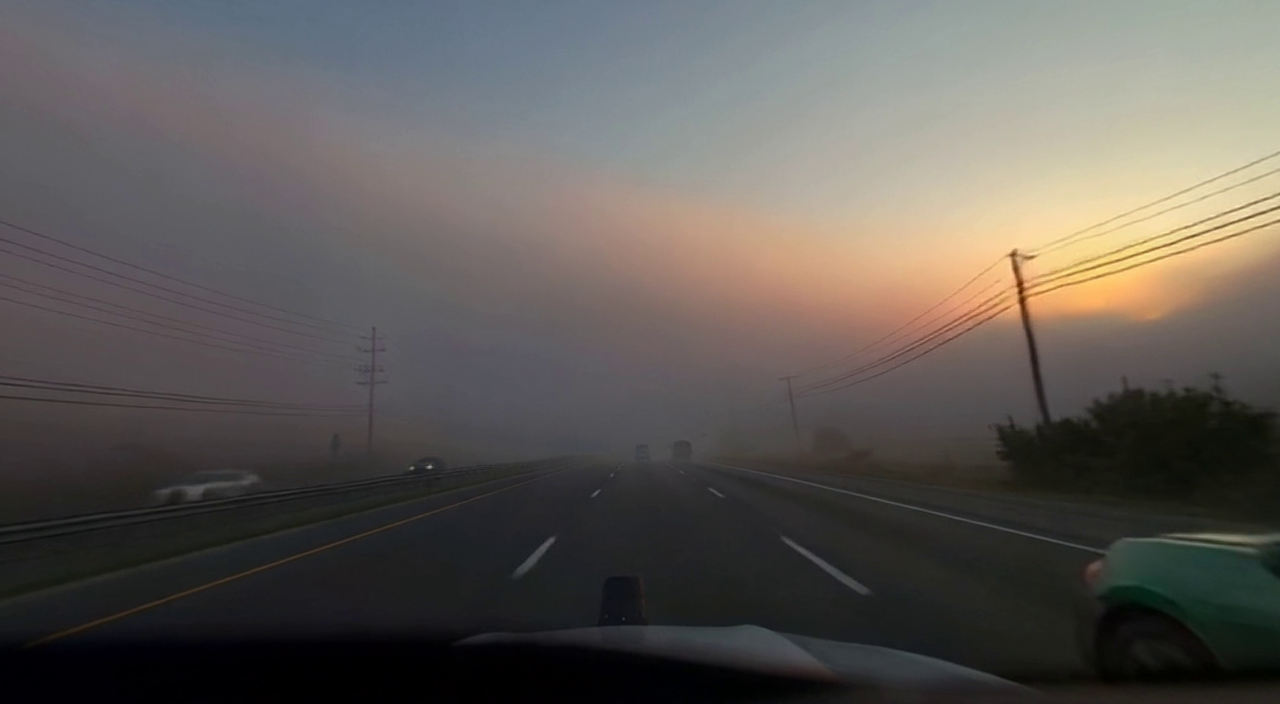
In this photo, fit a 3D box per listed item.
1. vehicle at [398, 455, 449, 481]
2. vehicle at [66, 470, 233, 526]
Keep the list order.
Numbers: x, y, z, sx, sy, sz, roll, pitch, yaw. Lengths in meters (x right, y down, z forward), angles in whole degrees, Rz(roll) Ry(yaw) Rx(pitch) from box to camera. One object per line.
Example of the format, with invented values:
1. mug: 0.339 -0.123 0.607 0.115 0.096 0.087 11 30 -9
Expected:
1. vehicle: -16.228 8.671 47.535 2.122 1.774 4.756 0 -8 1
2. vehicle: -16.504 4.910 21.634 1.871 1.491 4.706 0 -8 1
